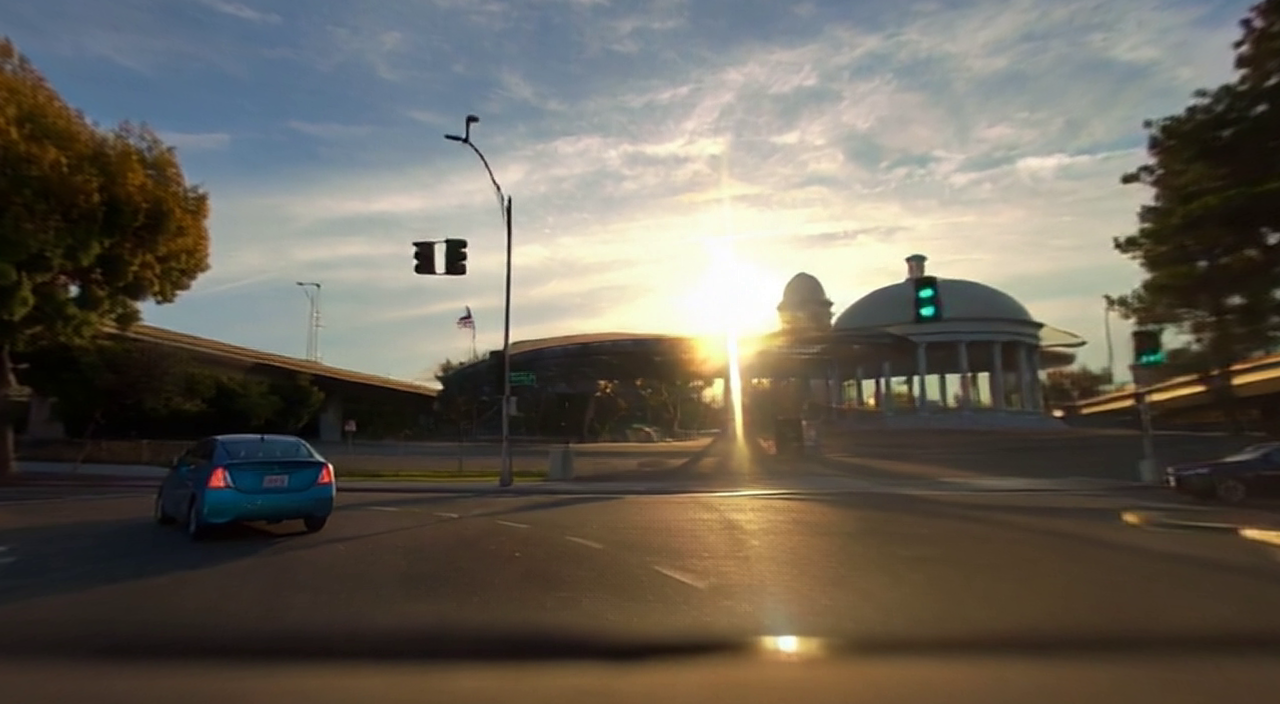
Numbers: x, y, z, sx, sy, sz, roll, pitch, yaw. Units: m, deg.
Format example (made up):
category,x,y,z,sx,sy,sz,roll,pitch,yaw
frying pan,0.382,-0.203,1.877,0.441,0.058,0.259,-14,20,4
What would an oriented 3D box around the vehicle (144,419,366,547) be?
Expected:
category,x,y,z,sx,sy,sz,roll,pitch,yaw
vehicle,-6.166,1.939,9.948,3.772,1.584,1.976,-8,-12,44
